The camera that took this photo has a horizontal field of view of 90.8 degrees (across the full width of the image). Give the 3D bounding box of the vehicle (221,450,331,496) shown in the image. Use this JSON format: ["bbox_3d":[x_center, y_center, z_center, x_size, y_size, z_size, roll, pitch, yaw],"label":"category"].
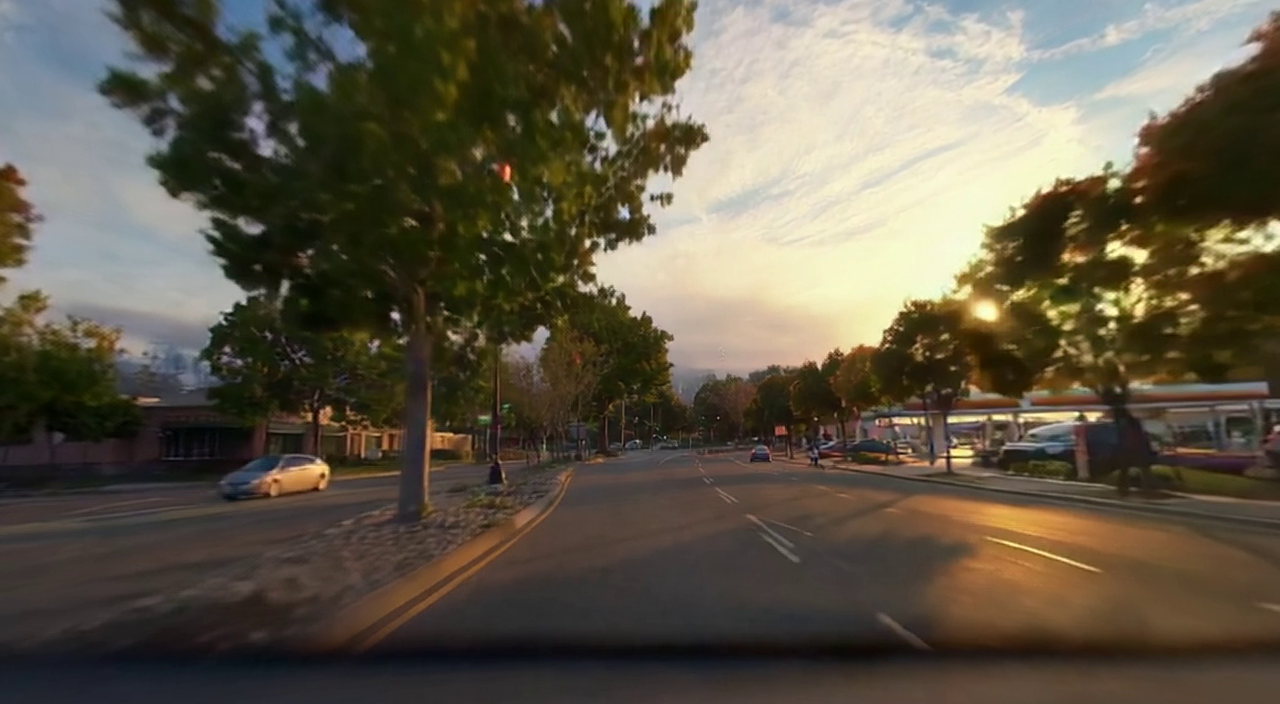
[{"bbox_3d":[-16.580,5.493,29.130,2.191,1.879,4.675,0,-9,2],"label":"vehicle"}]
